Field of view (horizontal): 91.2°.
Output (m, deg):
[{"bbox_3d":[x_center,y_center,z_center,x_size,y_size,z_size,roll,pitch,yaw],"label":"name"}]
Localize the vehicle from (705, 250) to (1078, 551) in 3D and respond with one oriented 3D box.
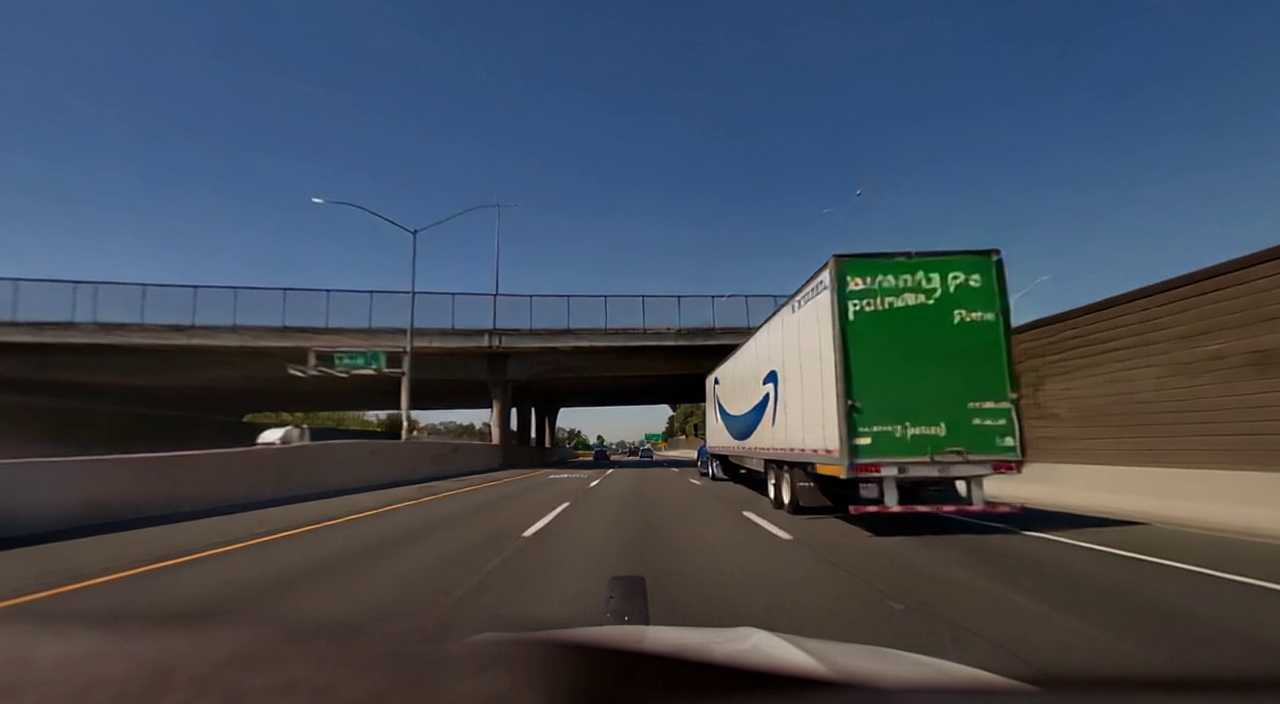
[{"bbox_3d":[4.165,1.851,16.907,2.928,4.021,17.190,0,-9,0],"label":"vehicle"}]
